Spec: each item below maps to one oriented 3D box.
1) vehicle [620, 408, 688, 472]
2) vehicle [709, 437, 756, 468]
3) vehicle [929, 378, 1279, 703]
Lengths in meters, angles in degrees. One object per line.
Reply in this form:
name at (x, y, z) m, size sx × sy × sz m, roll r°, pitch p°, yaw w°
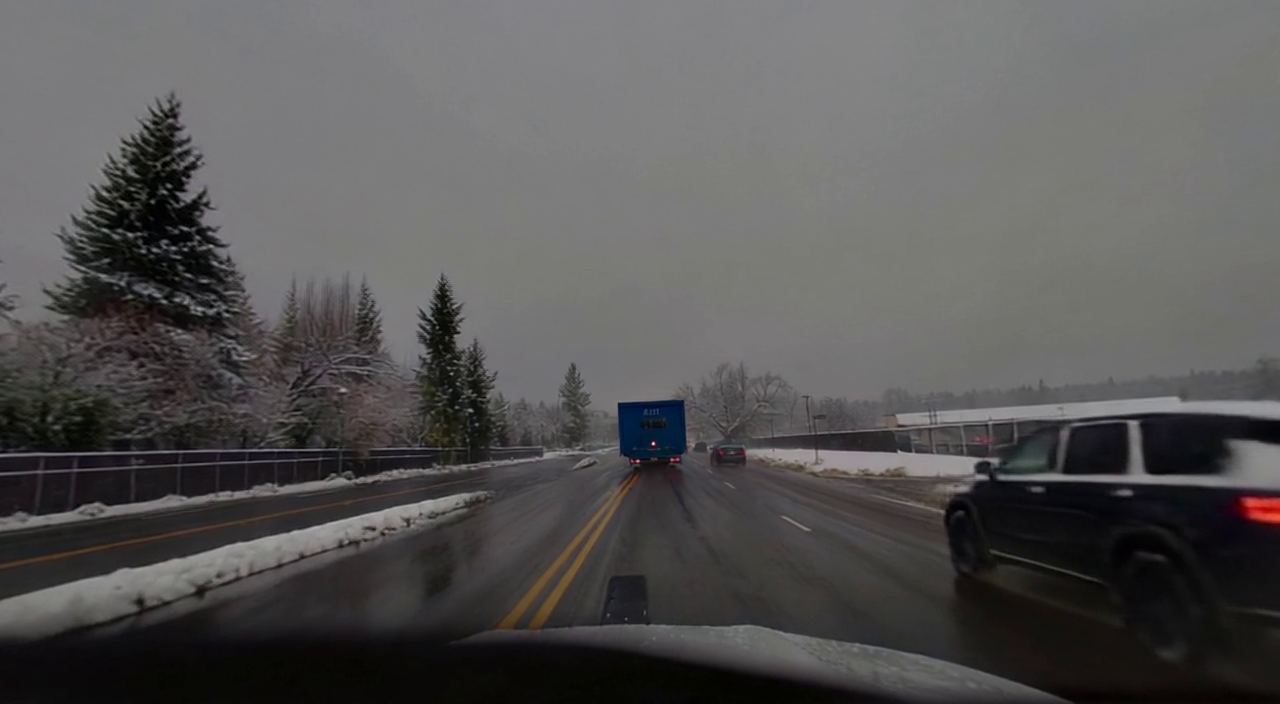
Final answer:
vehicle at (0.738, 4.663, 33.181) m, size 3.197 × 2.963 × 7.055 m, roll 0°, pitch -8°, yaw 1°
vehicle at (5.375, 5.909, 37.225) m, size 2.151 × 1.662 × 4.543 m, roll 0°, pitch -8°, yaw 1°
vehicle at (4.337, 1.230, 4.936) m, size 2.076 × 1.661 × 4.524 m, roll 0°, pitch -8°, yaw 2°
